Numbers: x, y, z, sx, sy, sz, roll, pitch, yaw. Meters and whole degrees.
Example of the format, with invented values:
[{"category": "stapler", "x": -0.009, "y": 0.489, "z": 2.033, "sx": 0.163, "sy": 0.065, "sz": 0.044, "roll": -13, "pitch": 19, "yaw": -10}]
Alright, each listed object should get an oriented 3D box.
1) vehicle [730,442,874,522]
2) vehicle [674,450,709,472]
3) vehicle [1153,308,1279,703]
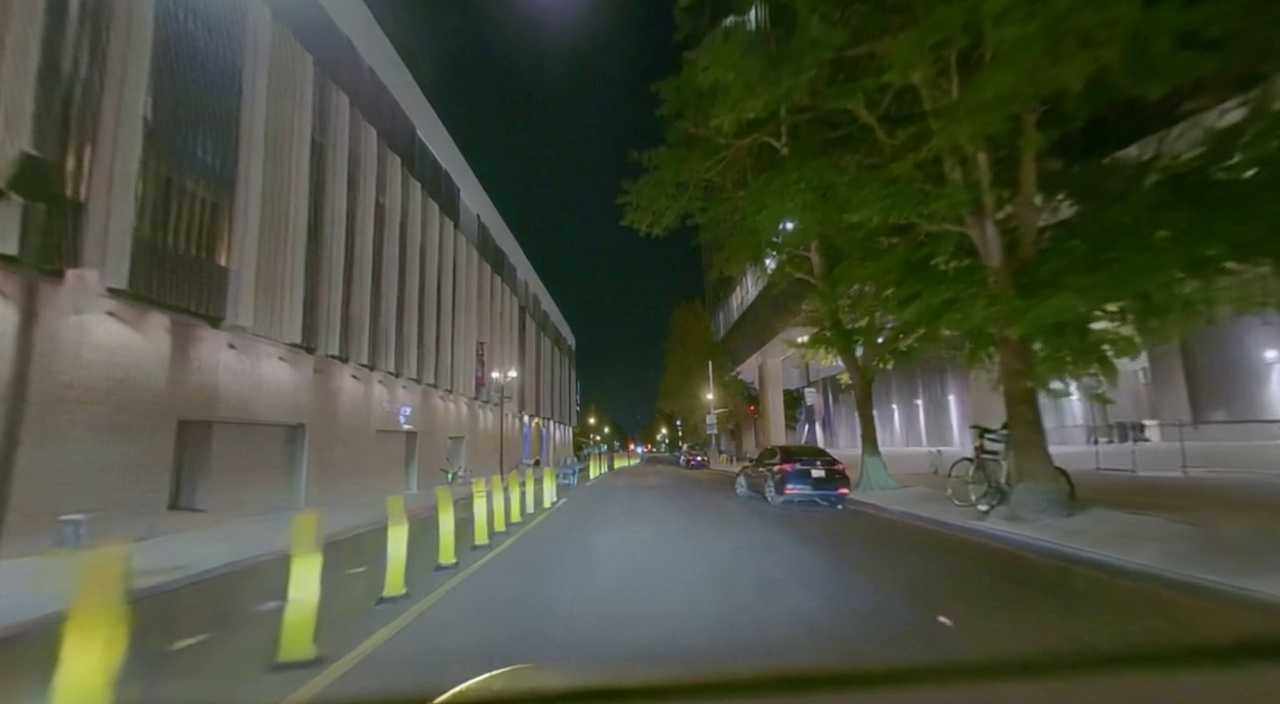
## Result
[{"category": "vehicle", "x": 3.389, "y": 2.819, "z": 14.341, "sx": 1.963, "sy": 1.445, "sz": 4.948, "roll": -1, "pitch": -9, "yaw": 0}, {"category": "vehicle", "x": 3.629, "y": 7.723, "z": 44.959, "sx": 2.020, "sy": 1.448, "sz": 4.220, "roll": -1, "pitch": -9, "yaw": -1}, {"category": "vehicle", "x": 3.729, "y": 0.466, "z": 0.712, "sx": 2.180, "sy": 1.869, "sz": 4.736, "roll": -1, "pitch": -9, "yaw": -1}]
